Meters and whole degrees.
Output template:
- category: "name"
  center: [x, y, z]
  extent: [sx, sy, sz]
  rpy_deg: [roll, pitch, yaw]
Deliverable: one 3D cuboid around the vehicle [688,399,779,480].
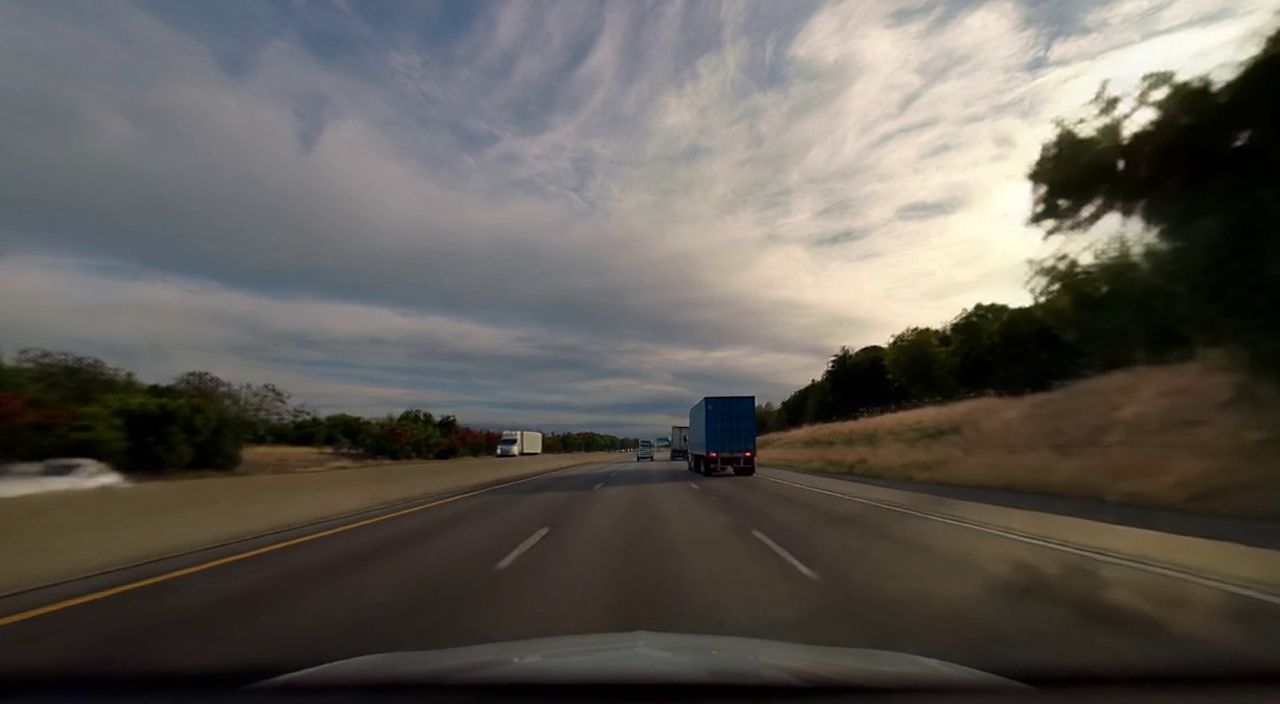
- category: "vehicle"
  center: [4.269, 4.344, 31.043]
  extent: [2.960, 3.381, 8.914]
  rpy_deg: [0, -9, -1]
